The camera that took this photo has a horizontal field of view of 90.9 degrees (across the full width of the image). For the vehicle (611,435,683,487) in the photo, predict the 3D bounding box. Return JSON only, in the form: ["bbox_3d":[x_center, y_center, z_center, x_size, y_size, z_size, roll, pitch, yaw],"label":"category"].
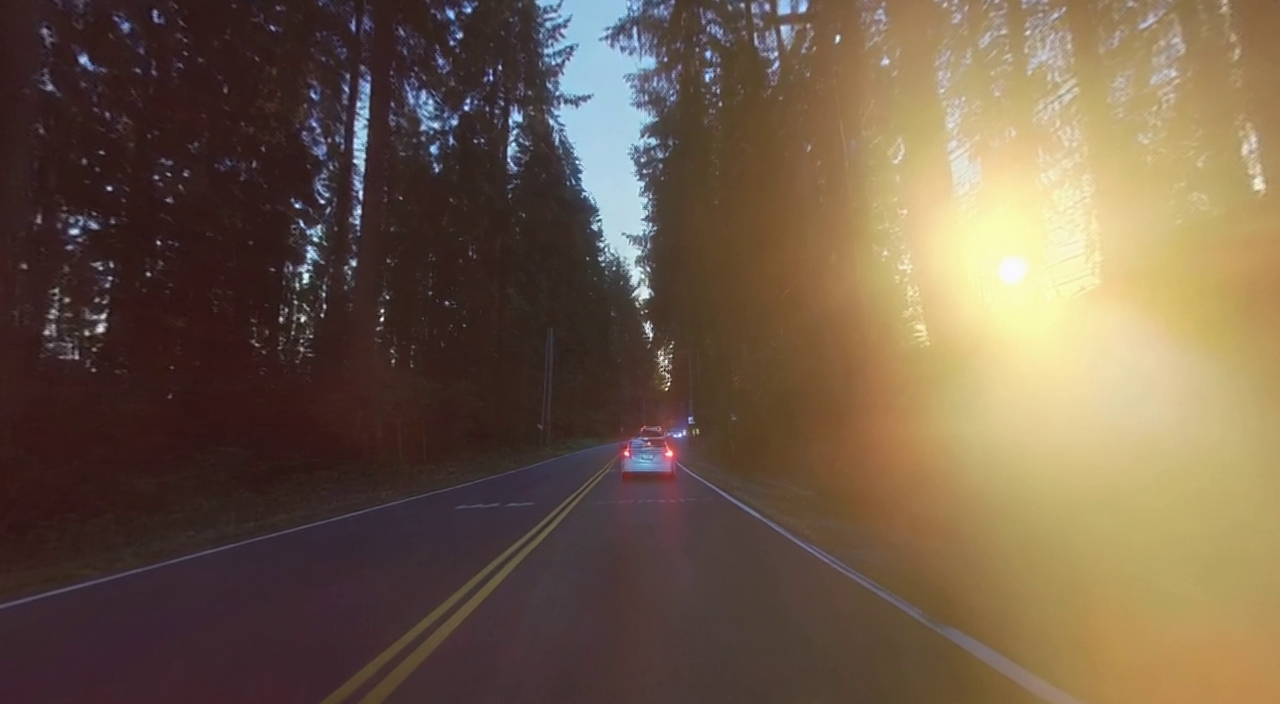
[{"bbox_3d":[0.178,3.429,20.132,2.081,1.503,3.726,0,-8,-1],"label":"vehicle"}]
